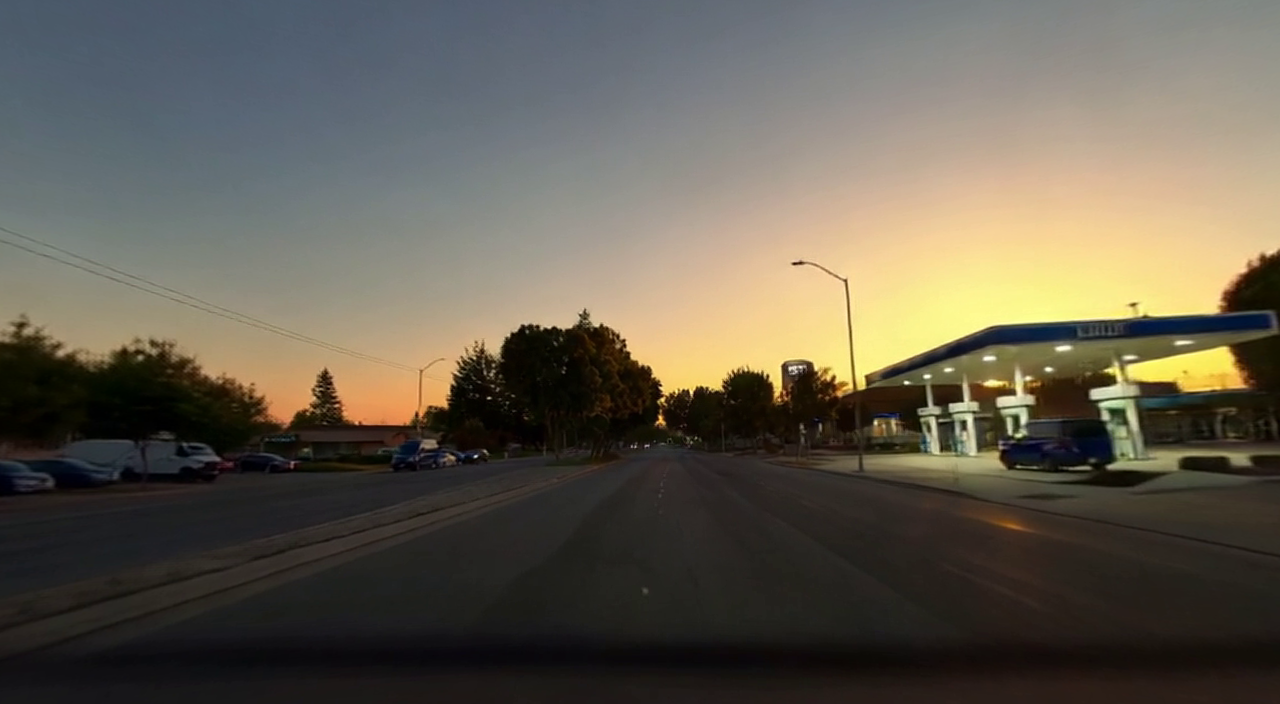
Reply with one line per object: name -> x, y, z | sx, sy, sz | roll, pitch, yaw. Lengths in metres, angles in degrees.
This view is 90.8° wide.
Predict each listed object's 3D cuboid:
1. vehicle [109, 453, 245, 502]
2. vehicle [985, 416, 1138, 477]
vehicle -> -19.476, 5.251, 26.921 | 1.988, 1.785, 4.802 | -1, -8, 2
vehicle -> 14.508, 3.301, 22.183 | 2.108, 1.877, 4.807 | -1, -8, 2
